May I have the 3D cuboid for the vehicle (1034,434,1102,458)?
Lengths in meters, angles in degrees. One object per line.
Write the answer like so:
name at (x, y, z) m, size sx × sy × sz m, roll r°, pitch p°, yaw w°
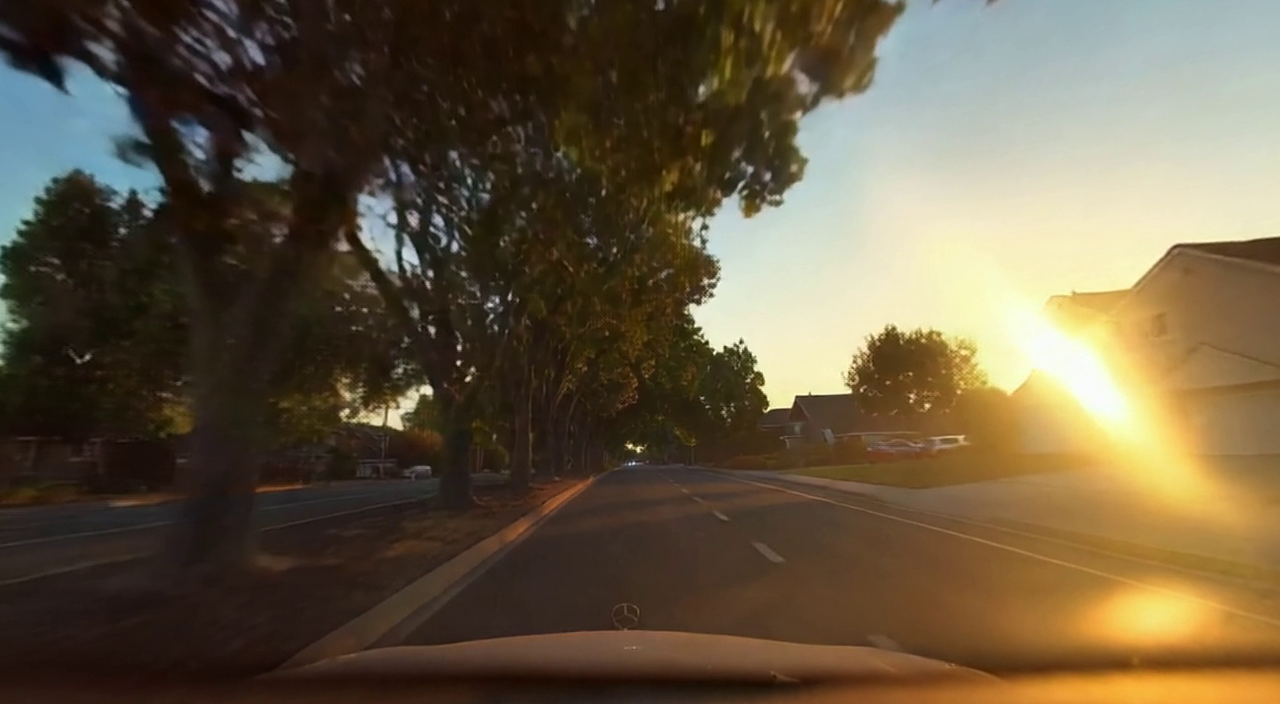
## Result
vehicle at (32.402, 7.168, 47.954) m, size 2.031 × 1.648 × 4.246 m, roll 0°, pitch -11°, yaw -2°
